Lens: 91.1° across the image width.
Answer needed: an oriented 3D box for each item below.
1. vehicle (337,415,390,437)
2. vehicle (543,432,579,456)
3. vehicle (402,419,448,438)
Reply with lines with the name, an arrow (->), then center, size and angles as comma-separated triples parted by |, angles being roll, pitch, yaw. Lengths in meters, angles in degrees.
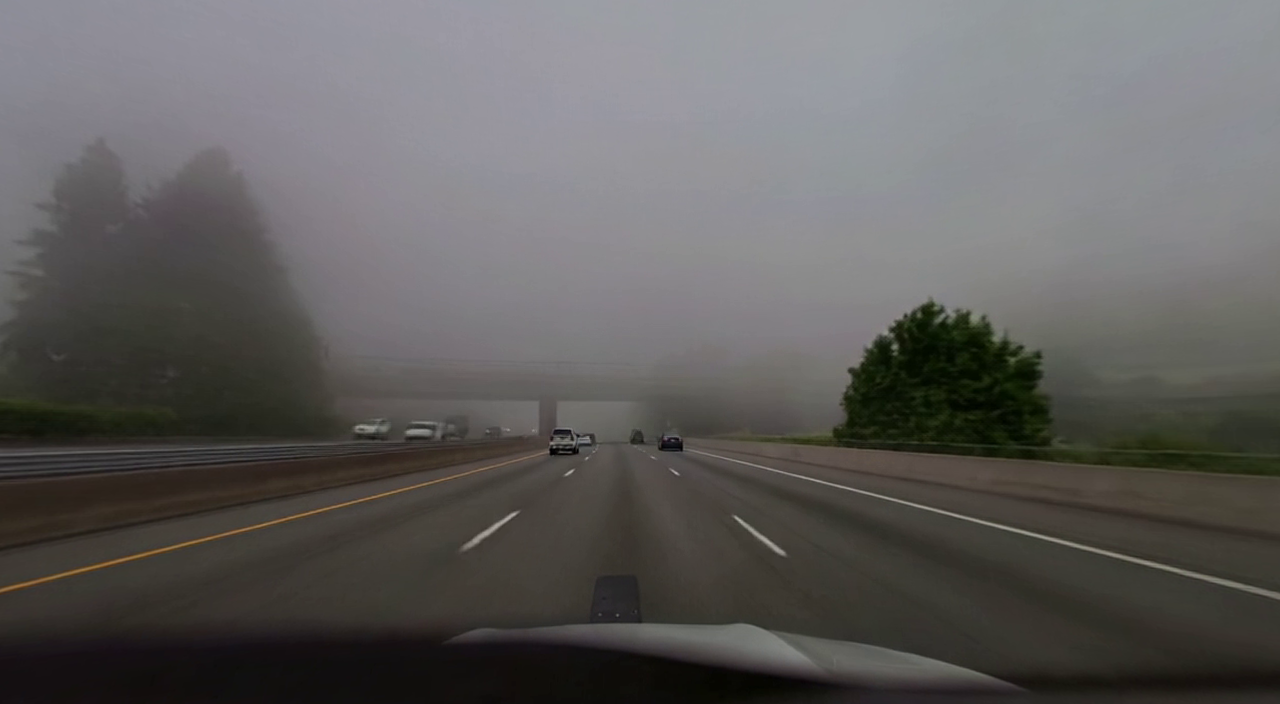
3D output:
vehicle -> -18.194, 4.909, 41.570 | 1.820, 1.390, 4.180 | 1, -8, -3
vehicle -> -5.063, 5.894, 40.536 | 1.966, 1.460, 3.519 | 0, -8, -2
vehicle -> -14.438, 5.188, 42.404 | 1.824, 1.200, 4.175 | 1, -8, -3
